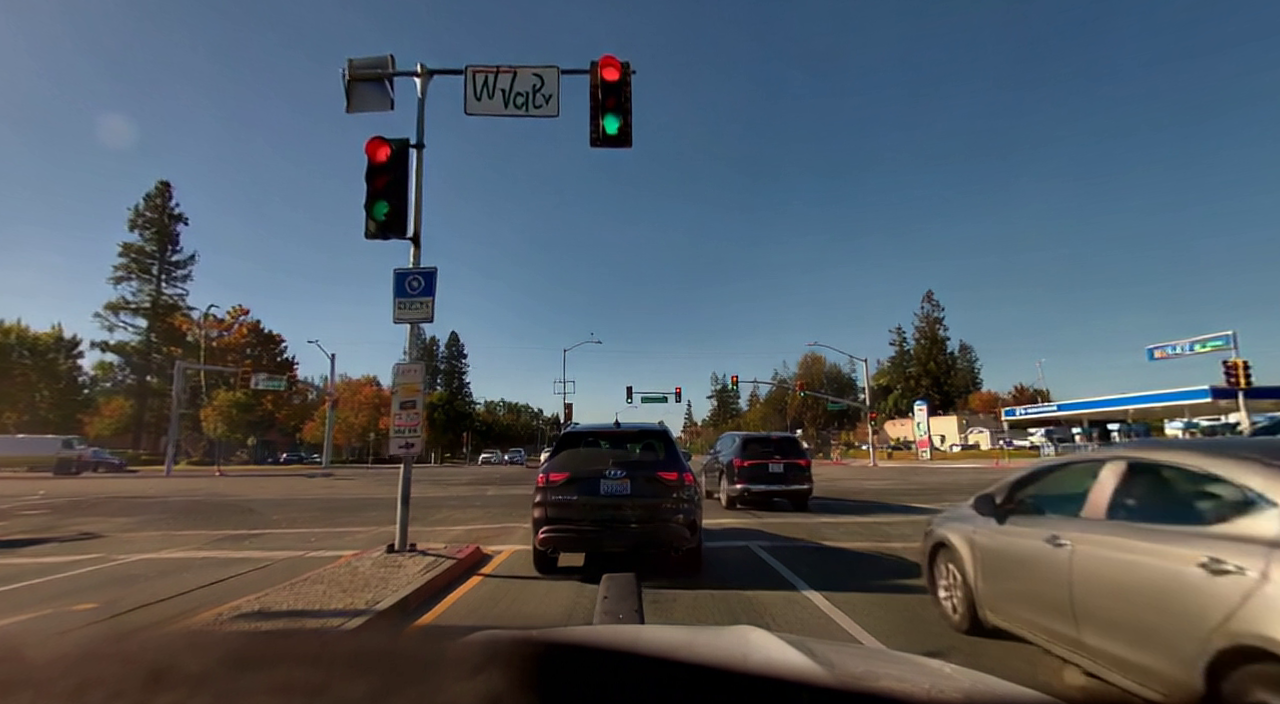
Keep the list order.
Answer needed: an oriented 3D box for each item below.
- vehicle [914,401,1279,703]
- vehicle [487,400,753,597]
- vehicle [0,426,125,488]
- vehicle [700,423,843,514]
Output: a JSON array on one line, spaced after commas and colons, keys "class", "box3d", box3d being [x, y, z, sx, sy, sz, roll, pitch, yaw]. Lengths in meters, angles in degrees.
[{"class": "vehicle", "box3d": [3.156, 0.981, 2.653, 1.965, 1.460, 4.581, 0, -9, 0]}, {"class": "vehicle", "box3d": [-0.223, 1.646, 7.991, 2.351, 1.733, 4.616, 0, -9, -1]}, {"class": "vehicle", "box3d": [-28.935, 4.971, 30.089, 6.772, 2.769, 2.305, -1, -9, 3]}, {"class": "vehicle", "box3d": [2.816, 2.629, 14.753, 2.060, 1.783, 4.411, 1, -9, -5]}]
